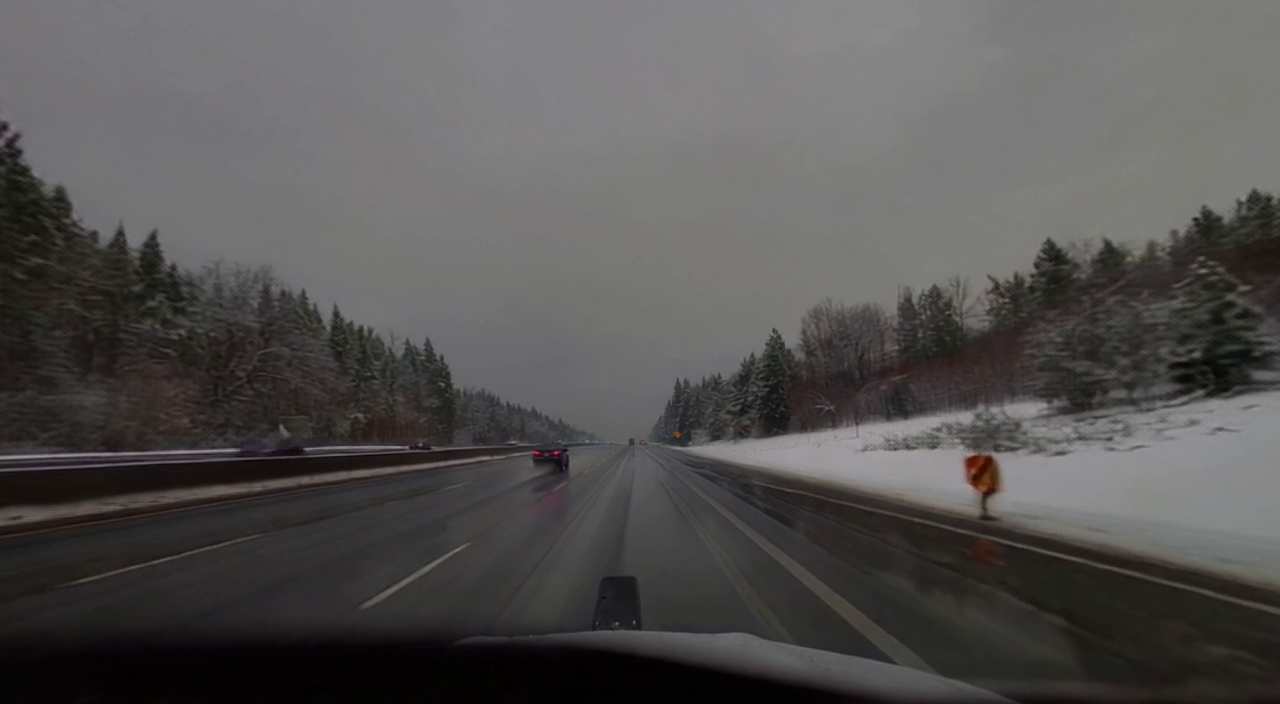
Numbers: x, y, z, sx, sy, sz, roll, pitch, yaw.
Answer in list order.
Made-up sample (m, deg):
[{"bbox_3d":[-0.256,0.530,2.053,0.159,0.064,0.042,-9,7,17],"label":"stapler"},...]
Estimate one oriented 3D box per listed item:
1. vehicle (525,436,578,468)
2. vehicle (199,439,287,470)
[{"bbox_3d":[-4.403,5.052,31.980,2.004,1.497,4.260,0,-8,1],"label":"vehicle"},{"bbox_3d":[-21.074,5.411,33.607,1.840,1.499,4.295,0,-8,1],"label":"vehicle"}]
